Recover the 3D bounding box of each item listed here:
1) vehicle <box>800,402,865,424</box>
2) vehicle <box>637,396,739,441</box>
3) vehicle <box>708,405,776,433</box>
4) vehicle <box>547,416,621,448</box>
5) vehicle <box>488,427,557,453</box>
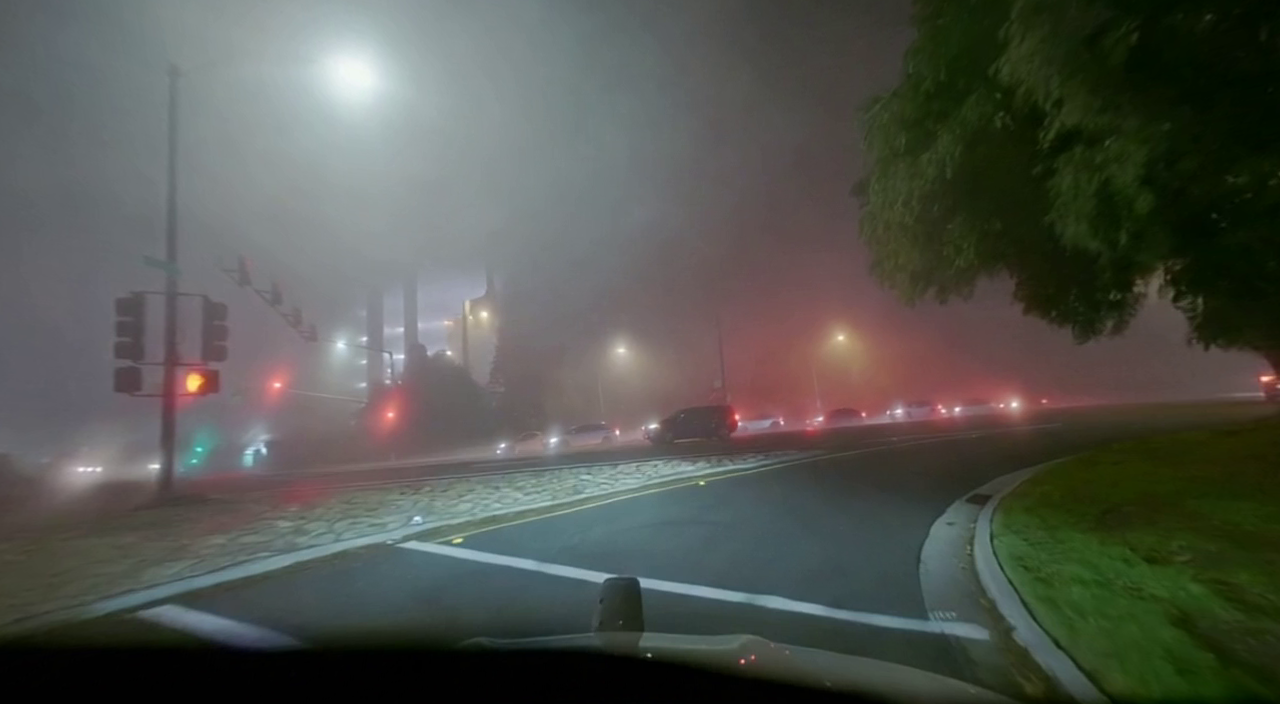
[{"bbox_3d":[14.922,4.727,48.901,4.513,1.582,1.842,2,-9,-18],"label":"vehicle"},{"bbox_3d":[2.865,4.060,38.050,5.636,2.053,2.225,5,-15,-17],"label":"vehicle"},{"bbox_3d":[7.451,4.950,46.370,4.467,1.625,2.033,5,-15,-17],"label":"vehicle"},{"bbox_3d":[-3.768,5.338,42.372,4.510,1.764,1.947,-2,-6,-19],"label":"vehicle"},{"bbox_3d":[-8.323,6.178,44.555,4.493,1.455,1.946,-1,-6,-20],"label":"vehicle"}]
